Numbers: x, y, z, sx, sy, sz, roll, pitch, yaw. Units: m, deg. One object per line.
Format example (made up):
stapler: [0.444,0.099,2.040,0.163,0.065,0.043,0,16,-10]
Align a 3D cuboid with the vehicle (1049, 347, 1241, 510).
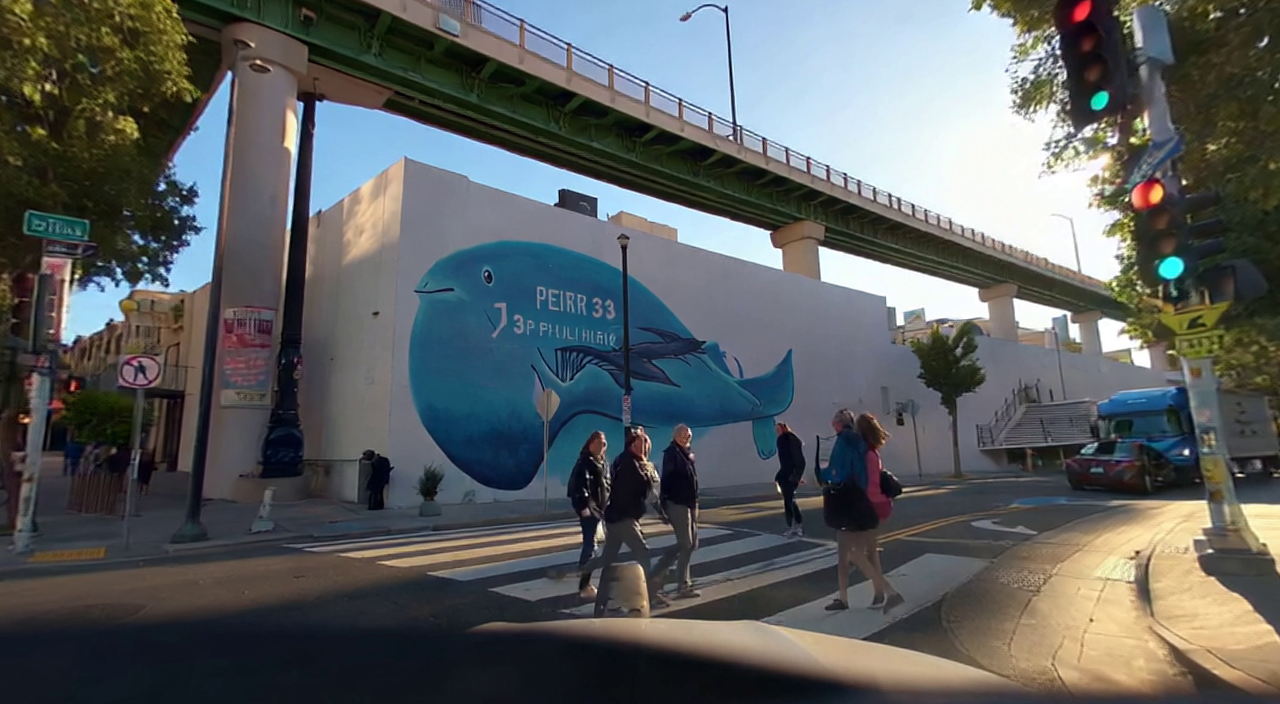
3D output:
vehicle: [15.771,2.397,19.243,9.347,3.893,2.849,7,-11,-42]
